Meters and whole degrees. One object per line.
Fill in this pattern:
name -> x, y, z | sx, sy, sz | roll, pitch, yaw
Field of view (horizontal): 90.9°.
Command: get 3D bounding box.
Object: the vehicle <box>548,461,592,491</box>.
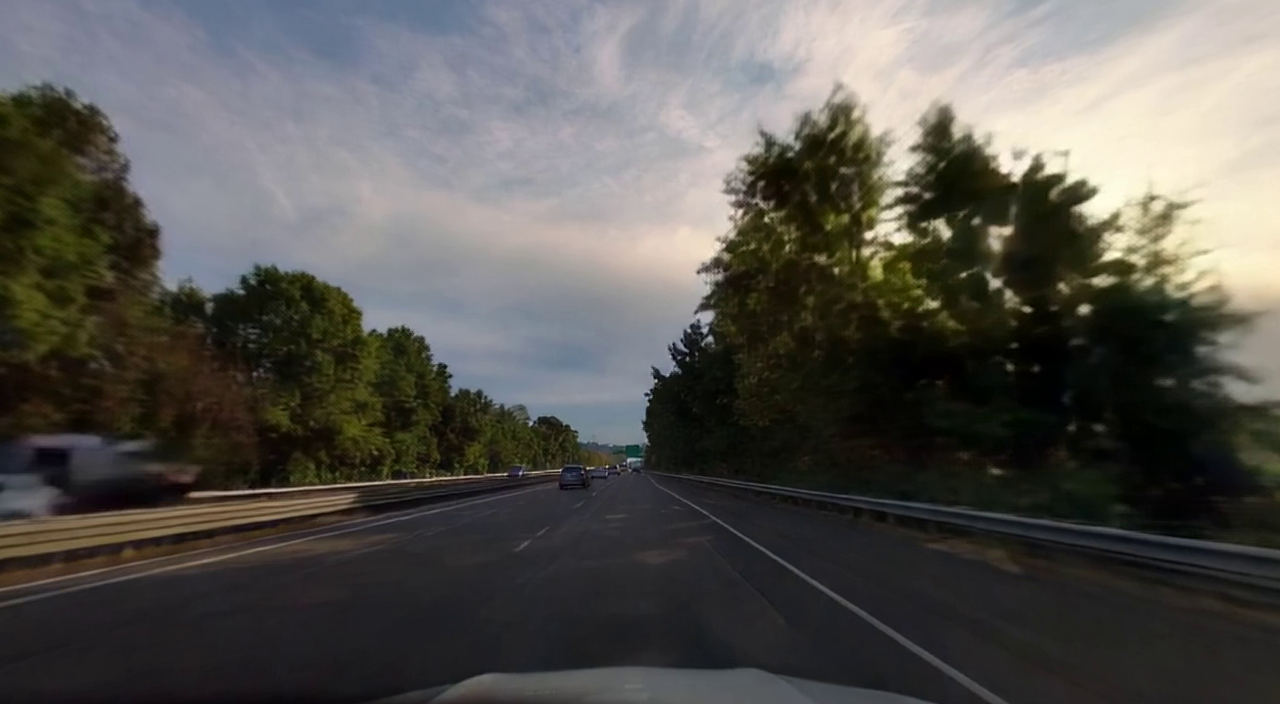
vehicle -> -4.041, 7.274, 37.115 | 2.068, 1.592, 4.479 | 1, -10, 0

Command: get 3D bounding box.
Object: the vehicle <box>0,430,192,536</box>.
vehicle -> -17.411, 3.882, 19.040 | 2.252, 2.648, 7.327 | 1, -10, 0
